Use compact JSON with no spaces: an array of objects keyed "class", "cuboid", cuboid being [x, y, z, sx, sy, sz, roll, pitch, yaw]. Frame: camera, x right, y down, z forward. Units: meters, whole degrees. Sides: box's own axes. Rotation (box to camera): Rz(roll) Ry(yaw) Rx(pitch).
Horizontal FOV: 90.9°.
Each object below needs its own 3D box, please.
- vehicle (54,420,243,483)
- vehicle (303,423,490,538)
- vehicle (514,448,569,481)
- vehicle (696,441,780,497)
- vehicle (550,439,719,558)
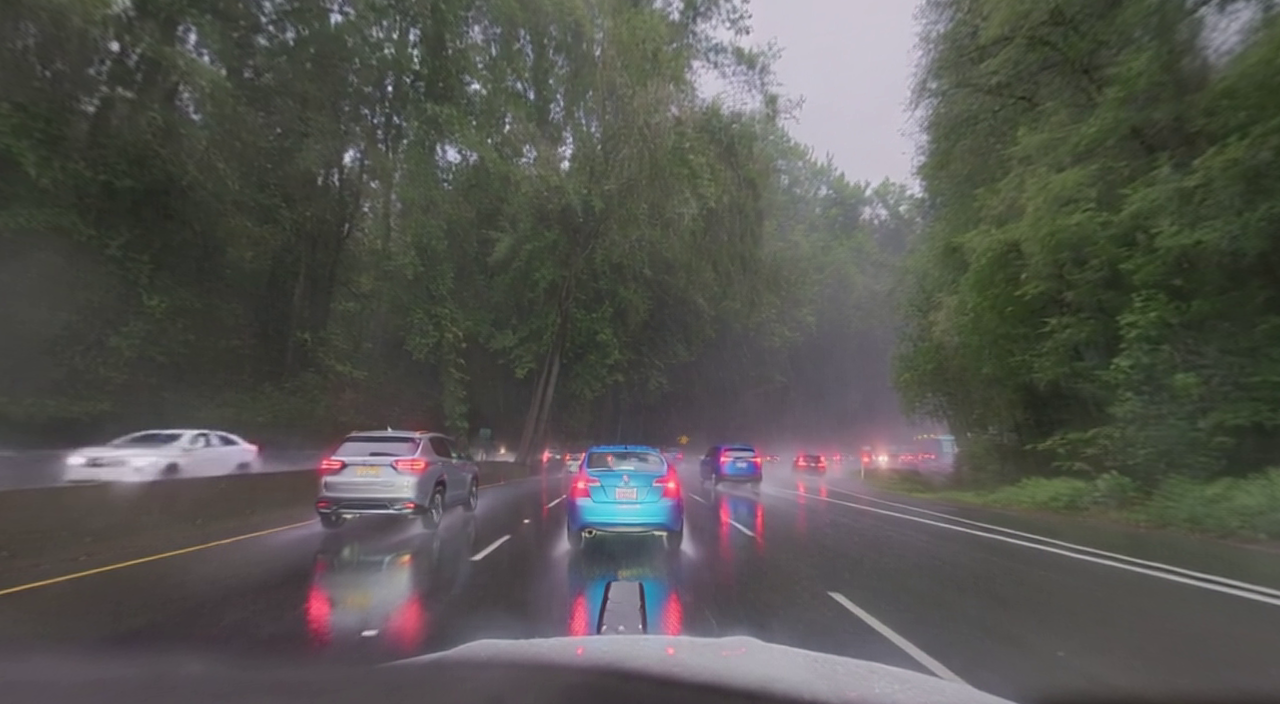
[{"class":"vehicle","cuboid":[-12.842,2.652,16.870,1.798,1.462,4.069,0,-9,-1]},{"class":"vehicle","cuboid":[-4.127,2.238,11.519,1.830,1.703,4.142,0,-9,-2]},{"class":"vehicle","cuboid":[-4.704,5.414,30.627,2.122,1.491,3.800,0,-9,-1]},{"class":"vehicle","cuboid":[3.176,3.888,21.353,1.996,1.688,4.207,0,-9,-2]},{"class":"vehicle","cuboid":[-0.131,2.181,10.110,2.120,1.478,4.179,0,-9,-2]}]
